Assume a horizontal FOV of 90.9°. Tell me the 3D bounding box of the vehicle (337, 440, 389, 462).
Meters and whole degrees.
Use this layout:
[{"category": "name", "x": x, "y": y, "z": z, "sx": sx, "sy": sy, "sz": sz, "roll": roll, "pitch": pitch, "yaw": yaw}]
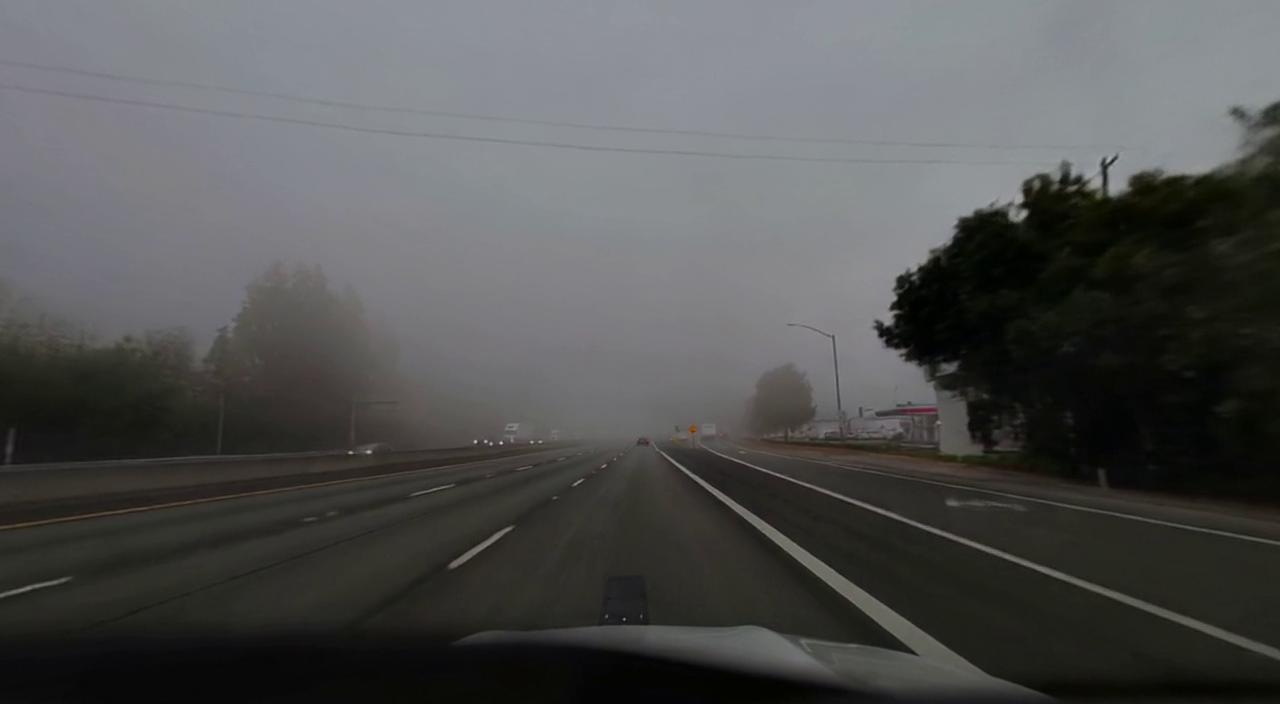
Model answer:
[{"category": "vehicle", "x": -19.705, "y": 7.025, "z": 45.007, "sx": 1.746, "sy": 1.452, "sz": 4.193, "roll": 0, "pitch": -8, "yaw": 0}]
